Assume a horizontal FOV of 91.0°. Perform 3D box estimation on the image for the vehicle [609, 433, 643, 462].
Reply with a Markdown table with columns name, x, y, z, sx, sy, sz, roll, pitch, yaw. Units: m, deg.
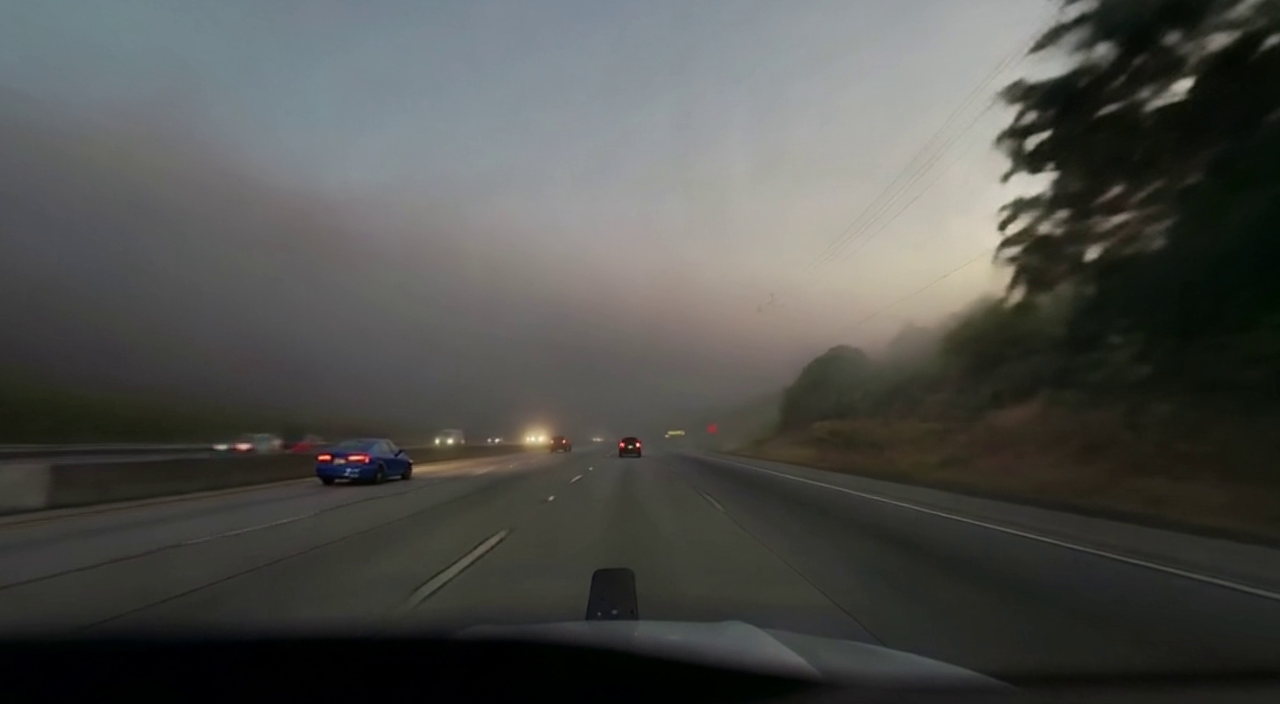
| name | x | y | z | sx | sy | sz | roll | pitch | yaw |
| --- | --- | --- | --- | --- | --- | --- | --- | --- | --- |
| vehicle | -0.900 | 5.978 | 39.702 | 2.040 | 1.715 | 3.906 | 0 | -8 | -1 |

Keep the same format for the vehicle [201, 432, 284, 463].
| name | x | y | z | sx | sy | sz | roll | pitch | yaw |
| --- | --- | --- | --- | --- | --- | --- | --- | --- | --- |
| vehicle | -19.922 | 4.810 | 31.740 | 1.719 | 1.443 | 3.746 | 0 | -8 | 0 |

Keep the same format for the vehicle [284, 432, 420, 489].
| name | x | y | z | sx | sy | sz | roll | pitch | yaw |
| --- | --- | --- | --- | --- | --- | --- | --- | --- | --- |
| vehicle | -8.316 | 3.154 | 18.722 | 2.047 | 1.486 | 4.306 | 0 | -8 | -1 |
